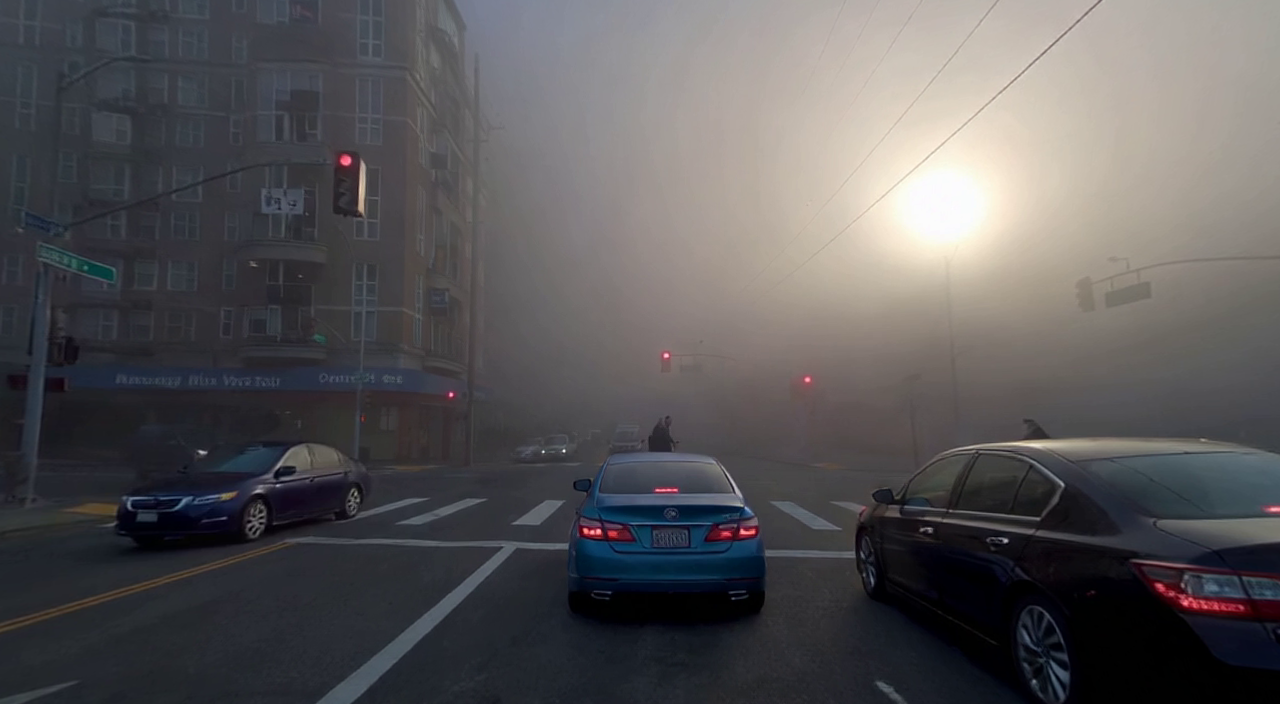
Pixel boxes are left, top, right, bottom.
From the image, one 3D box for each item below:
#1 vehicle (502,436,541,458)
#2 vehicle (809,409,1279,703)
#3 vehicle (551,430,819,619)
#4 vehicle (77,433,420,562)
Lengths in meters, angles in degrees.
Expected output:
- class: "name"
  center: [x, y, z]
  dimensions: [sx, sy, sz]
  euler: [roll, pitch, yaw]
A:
- class: "vehicle"
  center: [-9.053, 7.285, 48.395]
  dimensions: [2.030, 1.596, 3.912]
  euler: [-1, -8, 3]
- class: "vehicle"
  center: [2.811, 1.287, 4.568]
  dimensions: [1.961, 1.498, 4.356]
  euler: [0, -8, 0]
- class: "vehicle"
  center: [0.247, 1.662, 7.085]
  dimensions: [2.132, 1.464, 4.089]
  euler: [0, -8, -3]
- class: "vehicle"
  center: [-5.828, 2.146, 10.161]
  dimensions: [1.953, 1.564, 4.344]
  euler: [-3, -9, 19]
